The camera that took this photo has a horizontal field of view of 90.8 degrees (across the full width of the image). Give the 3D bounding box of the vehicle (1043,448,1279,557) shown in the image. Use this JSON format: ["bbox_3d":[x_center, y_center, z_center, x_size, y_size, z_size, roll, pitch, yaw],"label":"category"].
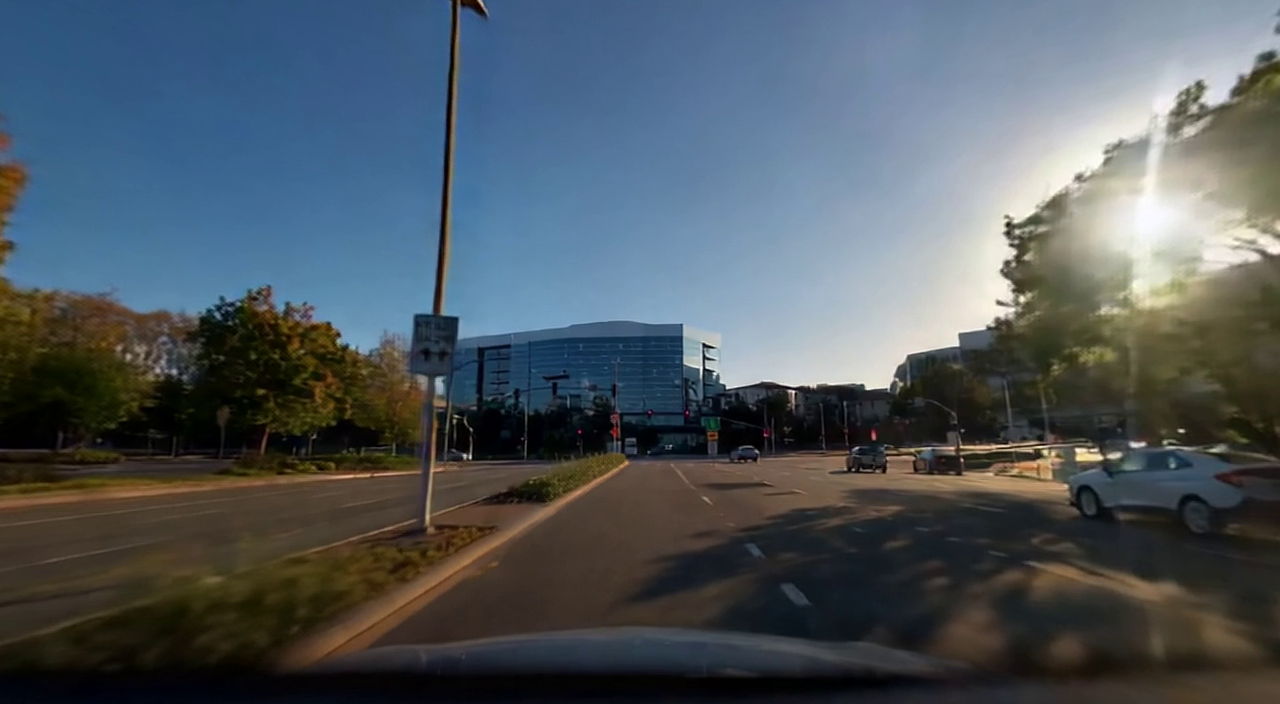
[{"bbox_3d":[9.614,2.491,11.269,1.933,1.500,4.458,0,-8,1],"label":"vehicle"}]

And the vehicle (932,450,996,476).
[{"bbox_3d":[20.975,7.205,41.139,1.896,1.524,4.562,0,-8,3],"label":"vehicle"}]

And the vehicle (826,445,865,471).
[{"bbox_3d":[15.380,7.911,47.531,1.951,1.843,4.335,-1,-8,7],"label":"vehicle"}]
